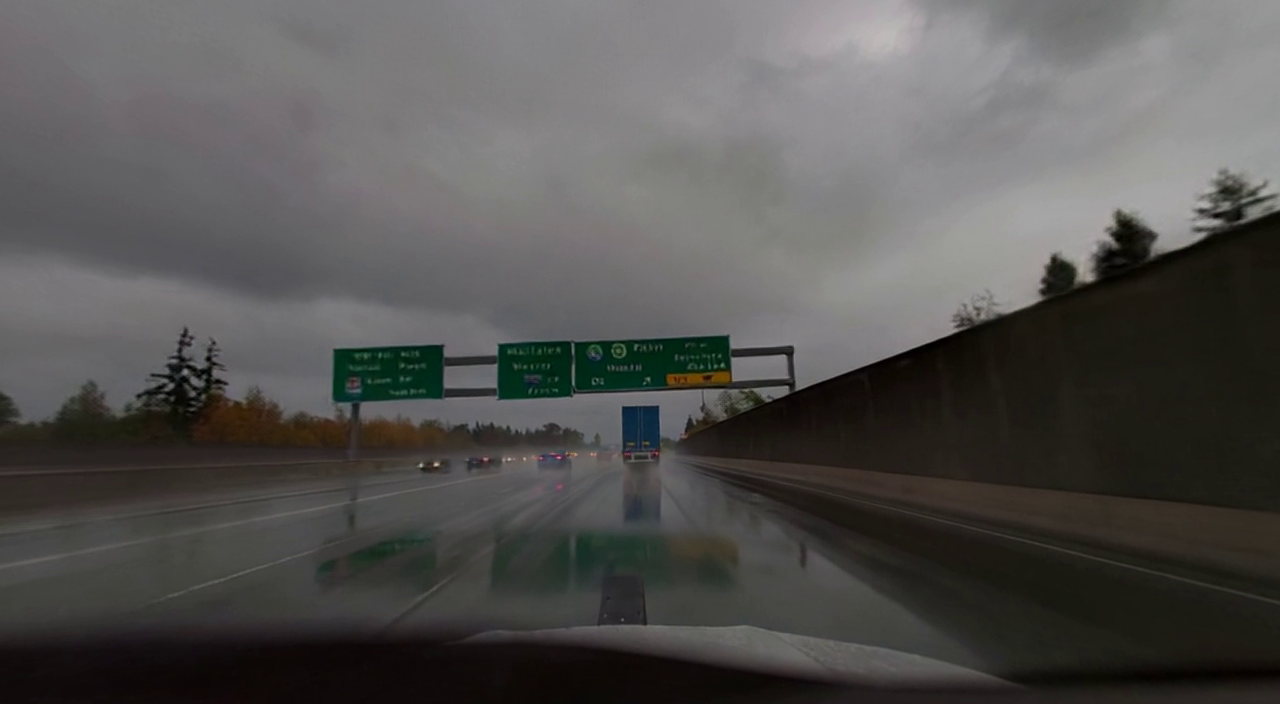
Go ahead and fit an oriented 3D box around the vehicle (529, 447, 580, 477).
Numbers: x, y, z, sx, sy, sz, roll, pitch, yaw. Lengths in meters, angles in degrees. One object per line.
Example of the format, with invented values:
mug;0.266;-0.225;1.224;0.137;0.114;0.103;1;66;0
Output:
vehicle;-4.410;5.754;33.272;1.977;1.478;4.702;0;-9;1

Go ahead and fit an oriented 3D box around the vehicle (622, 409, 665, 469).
vehicle;0.291;6.748;48.353;2.980;4.051;10.359;0;-9;1
